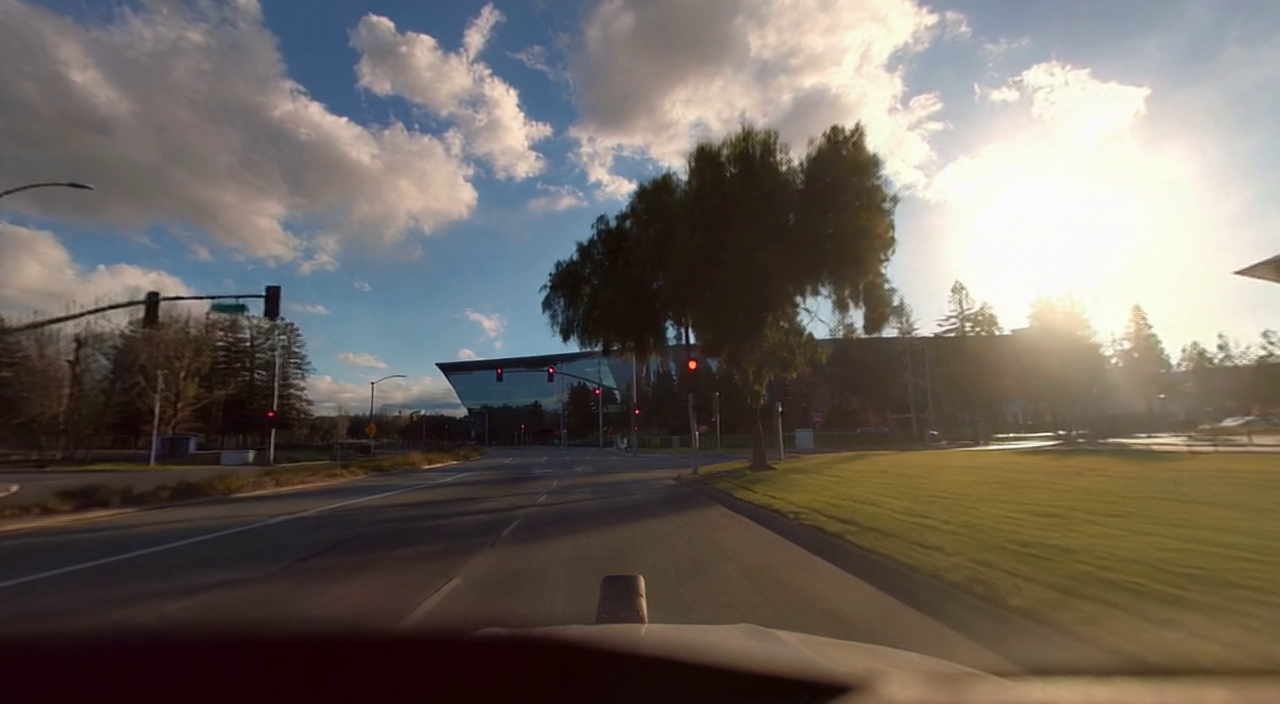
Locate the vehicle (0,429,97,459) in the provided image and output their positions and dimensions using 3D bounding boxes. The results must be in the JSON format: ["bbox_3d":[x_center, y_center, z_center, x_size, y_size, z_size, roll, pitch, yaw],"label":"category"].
[{"bbox_3d":[-42.667,6.691,45.500,2.119,2.013,5.475,1,-9,-4],"label":"vehicle"}]
